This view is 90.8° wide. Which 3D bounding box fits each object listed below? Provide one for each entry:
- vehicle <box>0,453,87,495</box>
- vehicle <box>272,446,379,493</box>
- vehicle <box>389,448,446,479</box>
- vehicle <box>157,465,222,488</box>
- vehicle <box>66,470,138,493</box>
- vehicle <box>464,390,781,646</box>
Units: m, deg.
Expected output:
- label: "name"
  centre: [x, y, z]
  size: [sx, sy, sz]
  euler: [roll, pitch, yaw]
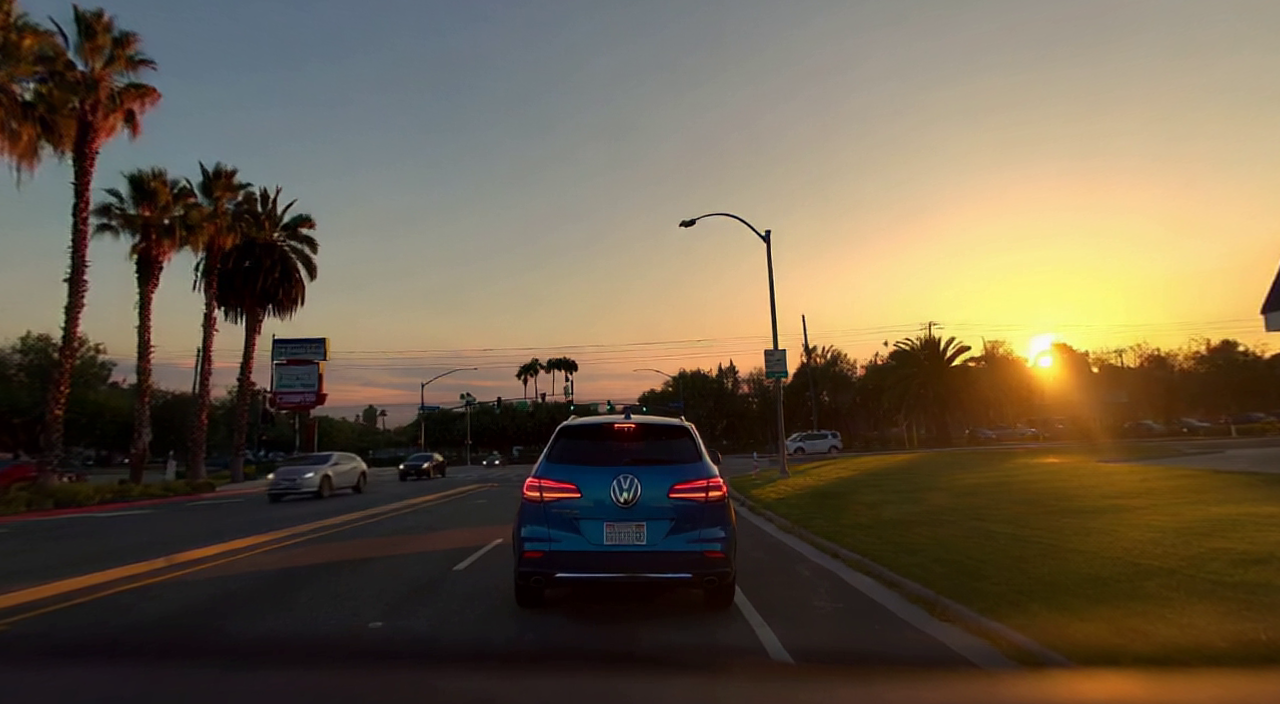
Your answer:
- label: "vehicle"
  centre: [-28.112, 5.427, 28.219]
  size: [4.584, 1.714, 2.186]
  euler: [4, -10, -27]
- label: "vehicle"
  centre: [-12.709, 4.741, 25.884]
  size: [1.965, 1.718, 4.466]
  euler: [0, -9, 2]
- label: "vehicle"
  centre: [-14.177, 7.104, 40.576]
  size: [2.029, 1.820, 4.915]
  euler: [0, -9, -1]
- label: "vehicle"
  centre: [-33.392, 9.224, 46.973]
  size: [1.792, 1.439, 3.952]
  euler: [0, -9, 2]
- label: "vehicle"
  centre: [-39.934, 9.616, 47.039]
  size: [1.602, 1.400, 4.220]
  euler: [0, -9, 0]
- label: "vehicle"
  centre: [-0.139, 1.419, 6.330]
  size: [2.137, 1.728, 3.926]
  euler: [0, -9, -1]
